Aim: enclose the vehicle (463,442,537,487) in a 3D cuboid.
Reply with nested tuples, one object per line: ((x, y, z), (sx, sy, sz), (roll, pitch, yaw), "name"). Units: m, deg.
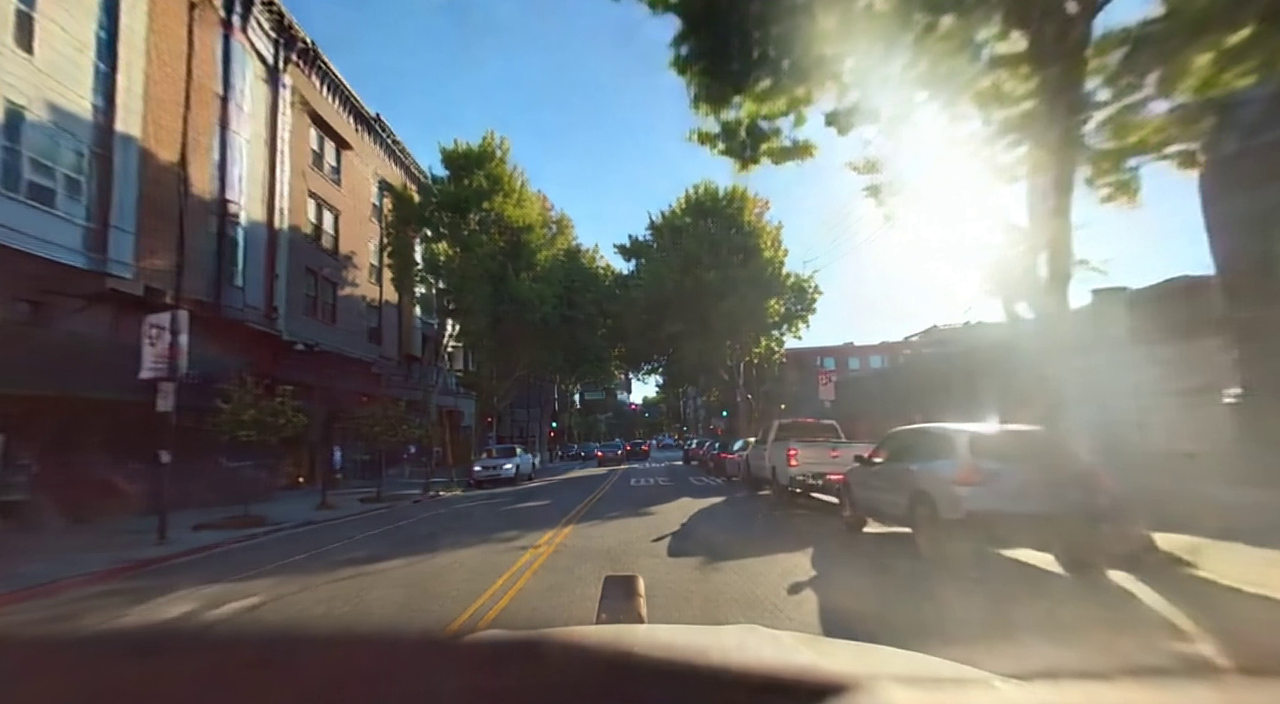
((-5.931, 4.830, 27.407), (2.013, 1.772, 4.439), (-1, -9, 2), "vehicle")

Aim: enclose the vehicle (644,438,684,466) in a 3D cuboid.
((1.537, 6.174, 39.188), (2.111, 1.619, 4.077), (-1, -9, 8), "vehicle")

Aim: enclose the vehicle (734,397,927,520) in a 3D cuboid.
((3.615, 2.213, 13.518), (2.356, 2.043, 5.791), (0, -8, 0), "vehicle")

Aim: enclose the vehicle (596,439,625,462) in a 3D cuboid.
((-2.287, 7.744, 49.971), (1.979, 1.723, 3.849), (-1, -8, 2), "vehicle")

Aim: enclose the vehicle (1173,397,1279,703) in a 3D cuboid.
((3.747, 0.646, 0.718), (2.066, 1.494, 4.843), (0, -8, 0), "vehicle")

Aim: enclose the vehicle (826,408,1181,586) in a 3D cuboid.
((3.941, 1.631, 7.899), (1.871, 1.603, 4.161), (0, -9, -1), "vehicle")
